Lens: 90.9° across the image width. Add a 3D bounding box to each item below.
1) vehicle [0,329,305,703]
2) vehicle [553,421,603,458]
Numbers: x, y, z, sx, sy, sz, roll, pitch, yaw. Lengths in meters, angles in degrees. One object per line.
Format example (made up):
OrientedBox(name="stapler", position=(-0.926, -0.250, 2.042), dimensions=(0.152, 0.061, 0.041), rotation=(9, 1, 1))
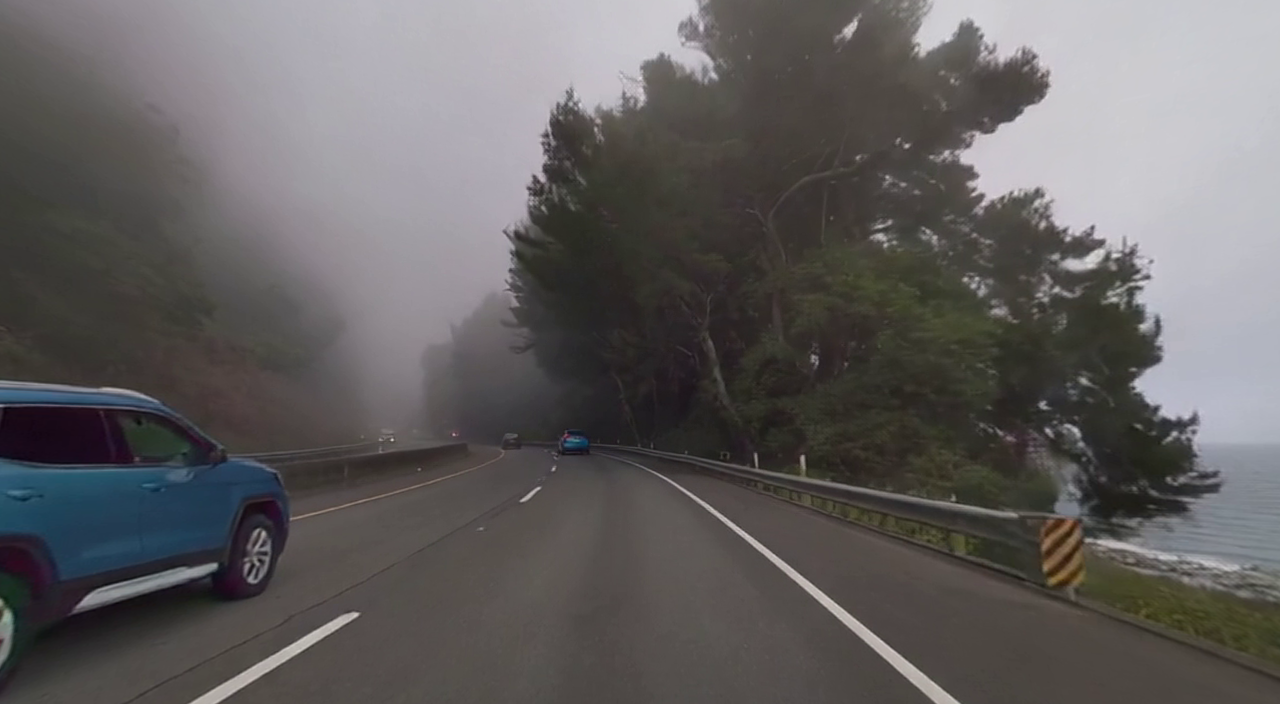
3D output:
OrientedBox(name="vehicle", position=(-4.295, 0.884, 3.533), dimensions=(2.248, 1.849, 4.747), rotation=(0, -8, -1))
OrientedBox(name="vehicle", position=(-4.022, 5.589, 40.037), dimensions=(2.632, 2.162, 5.529), rotation=(2, -9, -11))
